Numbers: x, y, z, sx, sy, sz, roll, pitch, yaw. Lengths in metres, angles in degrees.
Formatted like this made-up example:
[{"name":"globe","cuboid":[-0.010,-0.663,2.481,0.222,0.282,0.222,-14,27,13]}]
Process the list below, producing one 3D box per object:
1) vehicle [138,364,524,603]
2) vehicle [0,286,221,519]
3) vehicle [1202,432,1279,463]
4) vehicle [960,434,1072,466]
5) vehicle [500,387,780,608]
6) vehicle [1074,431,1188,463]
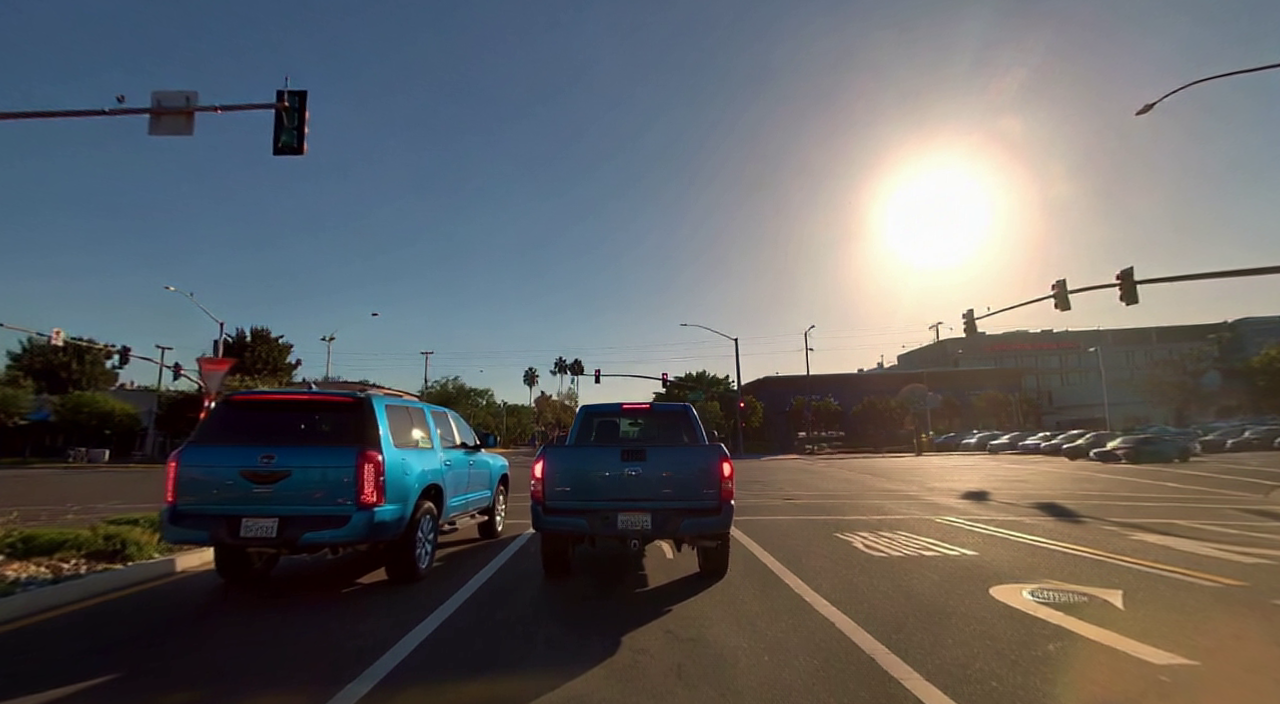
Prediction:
[{"name":"vehicle","cuboid":[-2.952,1.413,7.597,2.220,1.926,4.870,0,-8,-1]},{"name":"vehicle","cuboid":[-12.464,0.918,11.101,3.048,3.927,10.755,0,-8,-3]},{"name":"vehicle","cuboid":[35.883,5.519,36.307,4.714,1.754,2.041,0,-8,-1]},{"name":"vehicle","cuboid":[19.327,5.051,32.393,4.624,1.601,1.871,0,-8,-3]},{"name":"vehicle","cuboid":[-0.047,1.494,7.396,2.204,1.738,4.690,0,-8,-1]},{"name":"vehicle","cuboid":[27.952,5.407,35.846,4.849,1.759,2.041,0,-8,-3]}]
